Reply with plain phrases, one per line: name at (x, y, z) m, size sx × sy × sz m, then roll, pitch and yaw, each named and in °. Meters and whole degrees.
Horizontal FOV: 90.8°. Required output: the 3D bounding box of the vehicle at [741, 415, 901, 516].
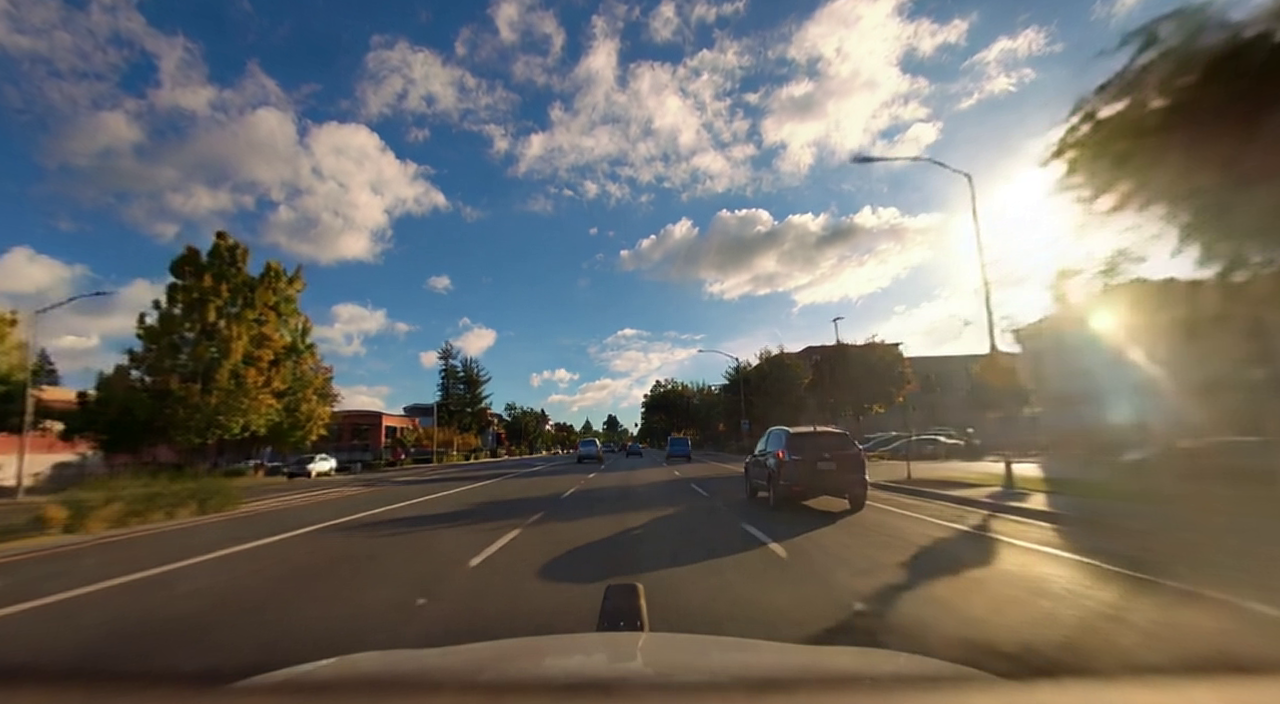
vehicle at (3.641, 2.380, 13.702) m, size 2.060 × 1.816 × 4.343 m, roll 0°, pitch -8°, yaw -1°

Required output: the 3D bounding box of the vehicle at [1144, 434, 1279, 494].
vehicle at (16.423, 2.948, 16.793) m, size 4.369 × 1.489 × 1.825 m, roll 0°, pitch -8°, yaw 1°

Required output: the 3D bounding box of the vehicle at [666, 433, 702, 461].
vehicle at (3.331, 7.297, 48.602) m, size 2.197 × 2.034 × 4.667 m, roll 0°, pitch -8°, yaw -2°

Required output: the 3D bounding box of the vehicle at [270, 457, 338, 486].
vehicle at (-20.509, 7.262, 38.731) m, size 1.823 × 1.561 × 3.987 m, roll -1°, pitch -8°, yaw 2°

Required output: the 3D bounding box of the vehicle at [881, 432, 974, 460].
vehicle at (18.024, 5.875, 39.692) m, size 4.970 × 1.700 × 2.108 m, roll 1°, pitch -8°, yaw -11°

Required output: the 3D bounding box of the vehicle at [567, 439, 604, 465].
vehicle at (-3.954, 7.361, 46.813) m, size 2.220 × 1.793 × 4.885 m, roll 0°, pitch -8°, yaw 1°

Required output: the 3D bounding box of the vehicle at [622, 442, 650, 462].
vehicle at (-0.353, 7.747, 49.045) m, size 2.074 × 1.463 × 4.016 m, roll 0°, pitch -8°, yaw -1°
